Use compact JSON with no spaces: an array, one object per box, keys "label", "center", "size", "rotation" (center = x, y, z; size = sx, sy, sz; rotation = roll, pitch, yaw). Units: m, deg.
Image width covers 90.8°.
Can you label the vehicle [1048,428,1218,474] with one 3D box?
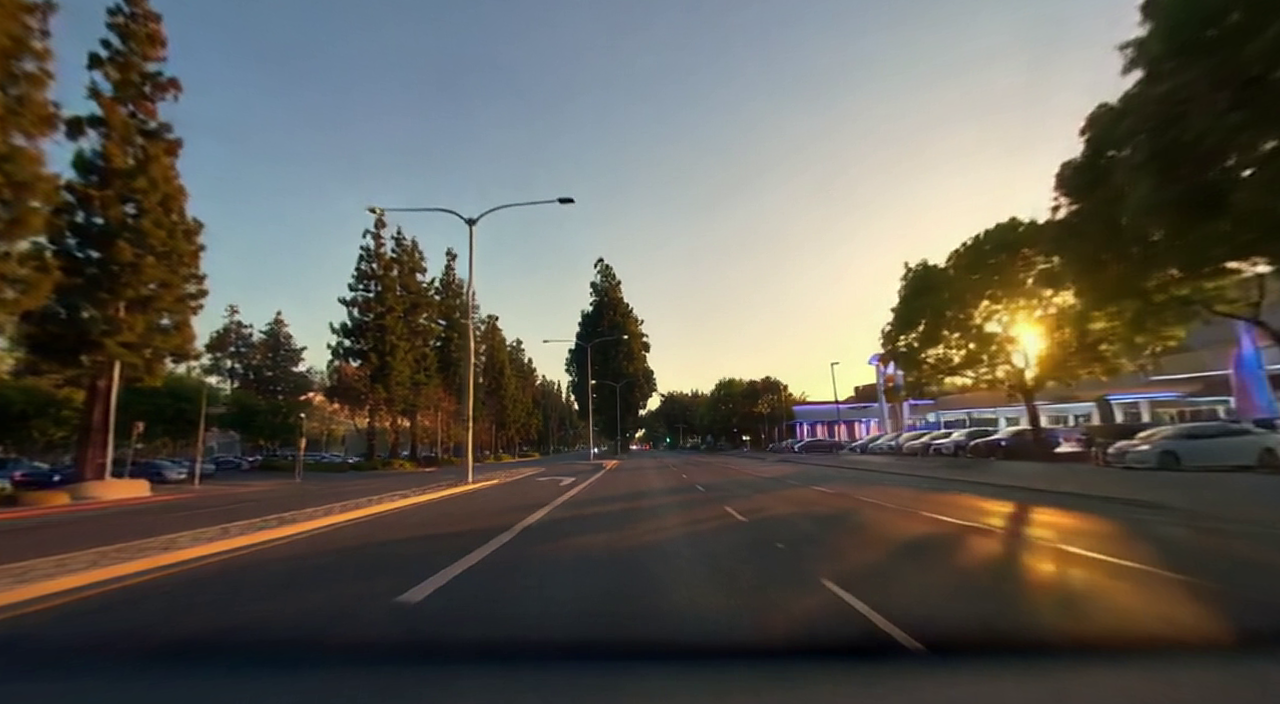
[{"label":"vehicle","center":[17.247,3.510,22.487],"size":[1.974,1.446,4.614],"rotation":[1,-8,-7]}]

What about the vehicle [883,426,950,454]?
[{"label":"vehicle","center":[17.715,5.724,40.707],"size":[1.912,1.646,4.870],"rotation":[-1,-9,-2]}]

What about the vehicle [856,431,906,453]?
[{"label":"vehicle","center":[17.522,6.618,46.181],"size":[1.841,1.471,4.367],"rotation":[-2,-9,0]}]

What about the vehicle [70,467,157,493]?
[{"label":"vehicle","center":[-30.076,7.319,36.139],"size":[3.458,1.381,1.730],"rotation":[-1,-8,3]}]

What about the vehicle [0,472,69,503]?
[{"label":"vehicle","center":[-30.497,6.677,31.068],"size":[3.274,1.345,1.688],"rotation":[-3,-9,3]}]

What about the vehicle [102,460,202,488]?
[{"label":"vehicle","center":[-30.150,7.521,39.083],"size":[4.676,1.607,1.852],"rotation":[-1,-8,3]}]

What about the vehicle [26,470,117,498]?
[{"label":"vehicle","center":[-30.234,7.023,33.665],"size":[3.332,1.364,1.702],"rotation":[-1,-8,6]}]

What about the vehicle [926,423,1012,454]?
[{"label":"vehicle","center":[18.203,4.842,35.240],"size":[1.890,1.612,4.797],"rotation":[0,-8,-4]}]
